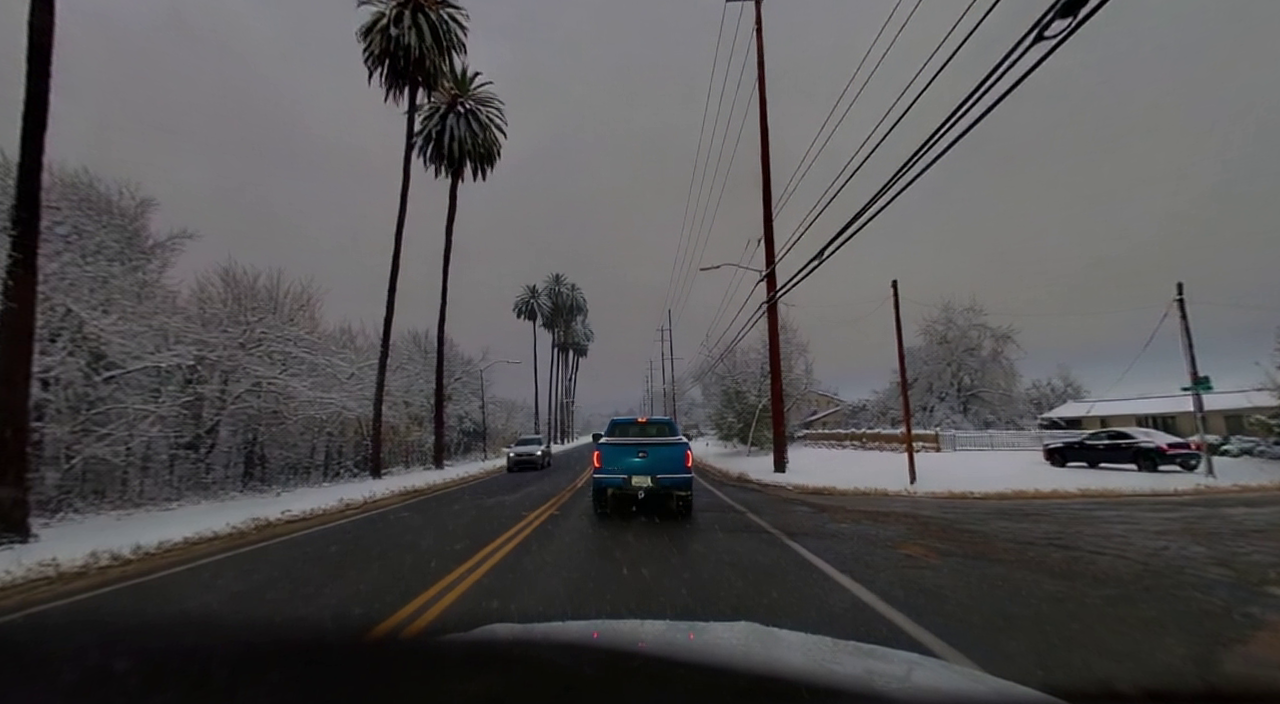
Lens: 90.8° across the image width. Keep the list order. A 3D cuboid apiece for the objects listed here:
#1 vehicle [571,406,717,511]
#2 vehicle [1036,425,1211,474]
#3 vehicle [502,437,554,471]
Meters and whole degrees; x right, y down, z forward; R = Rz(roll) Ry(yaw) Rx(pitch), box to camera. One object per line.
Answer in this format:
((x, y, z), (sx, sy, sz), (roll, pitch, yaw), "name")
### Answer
((0.008, 2.518, 15.419), (2.848, 2.047, 5.885), (0, -8, -1), "vehicle")
((20.323, 4.163, 27.106), (2.277, 1.836, 6.267), (0, -9, -4), "vehicle")
((-5.897, 5.426, 33.825), (2.140, 1.706, 4.229), (0, -8, -2), "vehicle")
